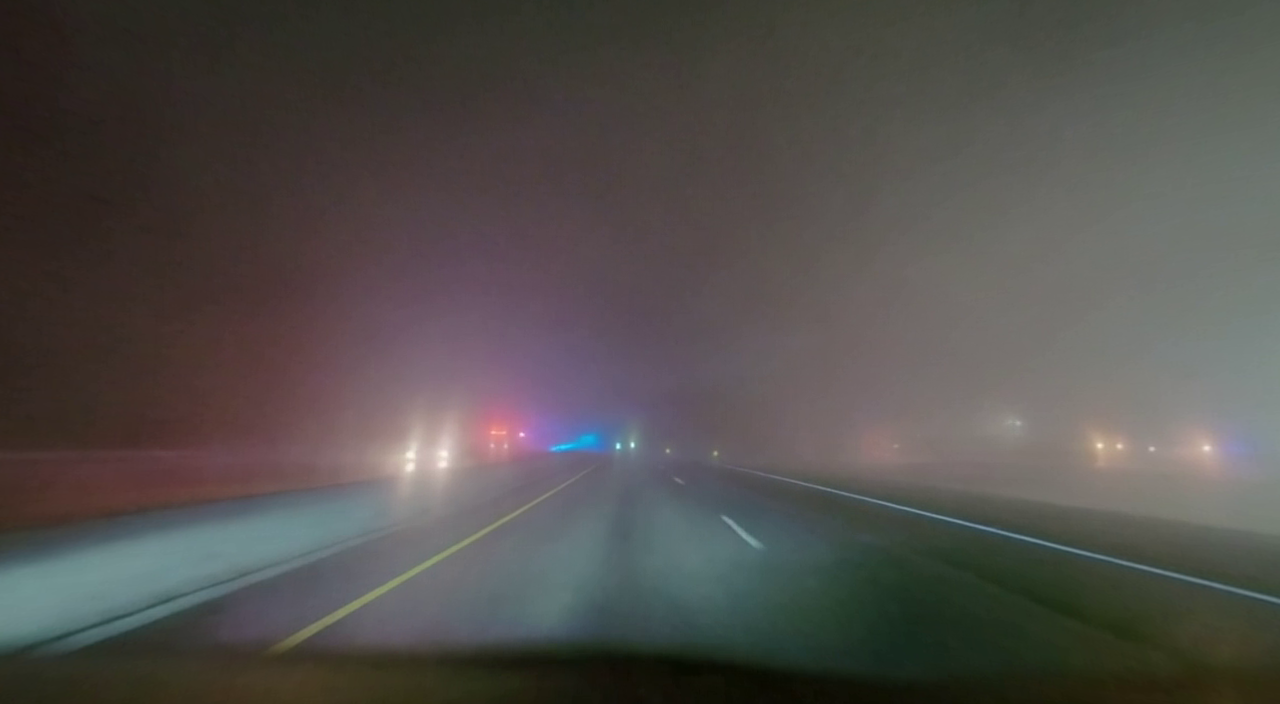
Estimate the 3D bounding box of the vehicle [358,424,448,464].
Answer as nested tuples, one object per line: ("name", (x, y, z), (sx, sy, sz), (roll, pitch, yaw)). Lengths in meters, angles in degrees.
("vehicle", (-10.375, 4.096, 27.919), (2.054, 1.626, 4.802), (0, -9, 1))
